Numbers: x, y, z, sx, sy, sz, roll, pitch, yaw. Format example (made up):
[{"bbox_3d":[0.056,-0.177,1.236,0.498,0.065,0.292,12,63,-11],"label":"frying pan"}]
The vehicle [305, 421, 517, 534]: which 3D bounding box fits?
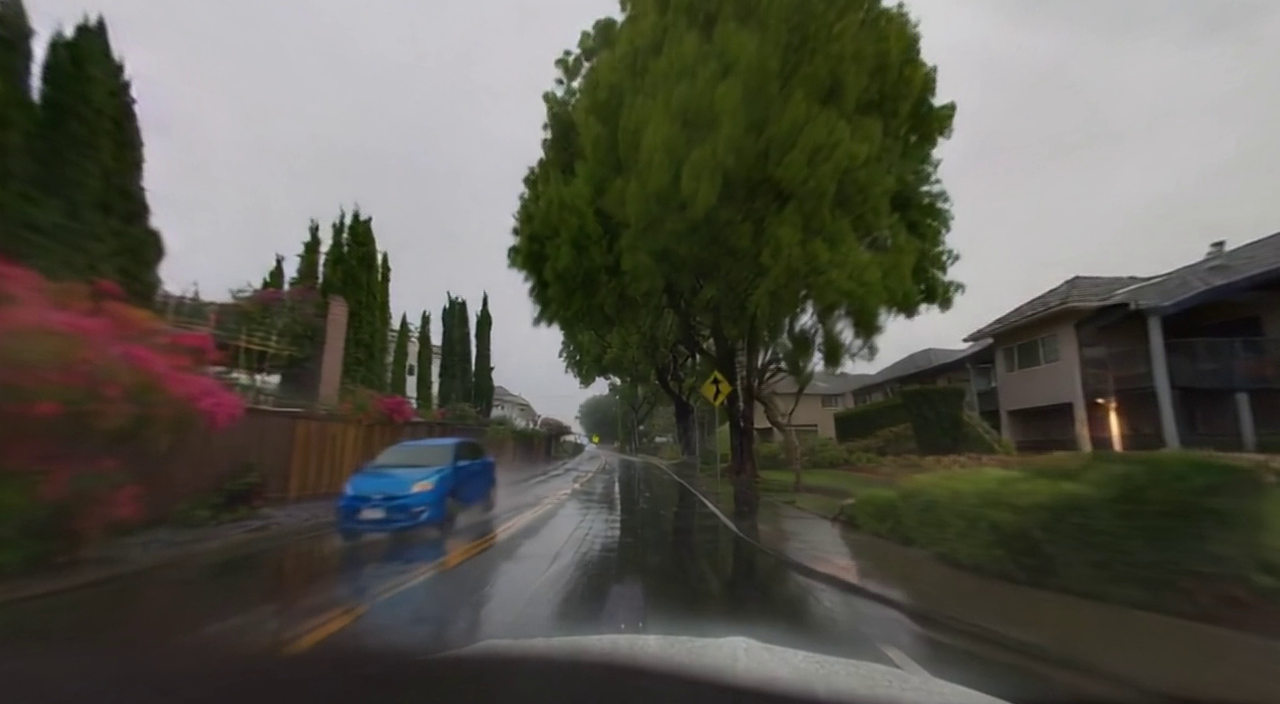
[{"bbox_3d":[-3.831,2.203,11.566,2.036,1.657,4.391,-1,-9,3],"label":"vehicle"}]
